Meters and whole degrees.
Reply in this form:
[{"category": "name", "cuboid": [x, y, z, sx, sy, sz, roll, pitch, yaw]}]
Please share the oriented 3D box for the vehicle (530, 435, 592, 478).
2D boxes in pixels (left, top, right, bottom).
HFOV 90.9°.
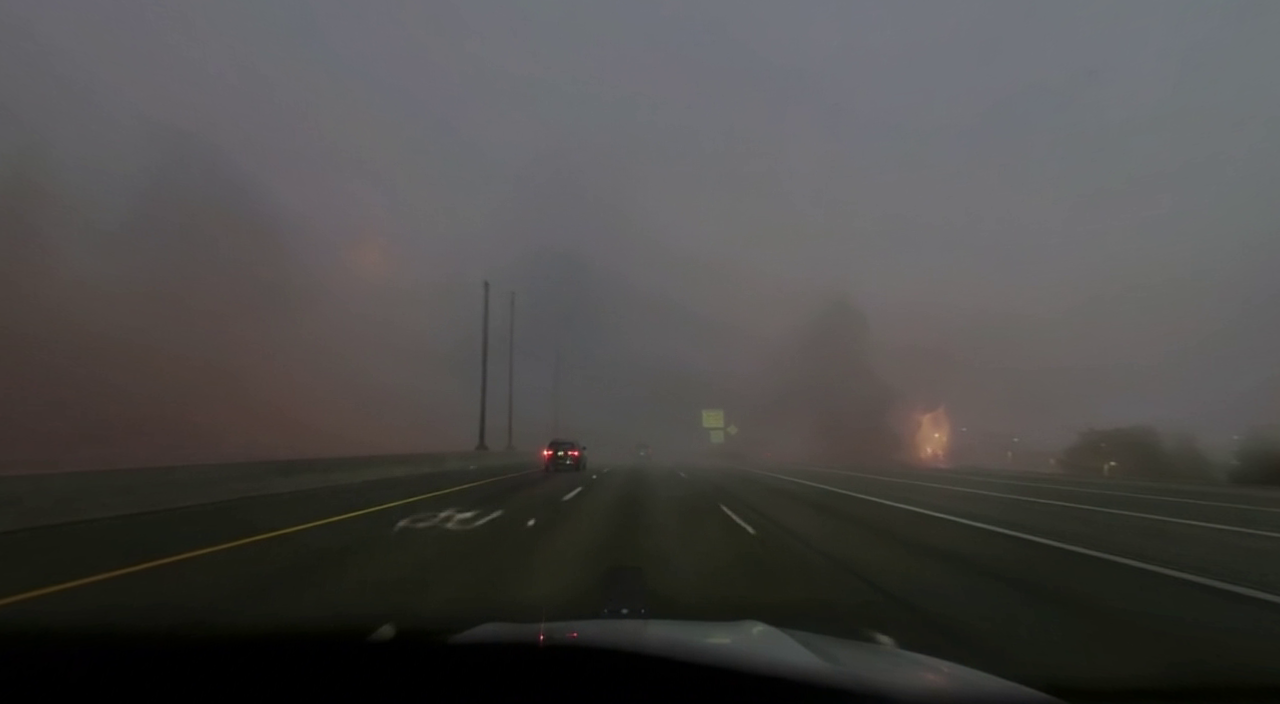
[{"category": "vehicle", "cuboid": [-3.304, 4.486, 27.372, 2.072, 1.706, 4.359, 0, -8, 1]}]
